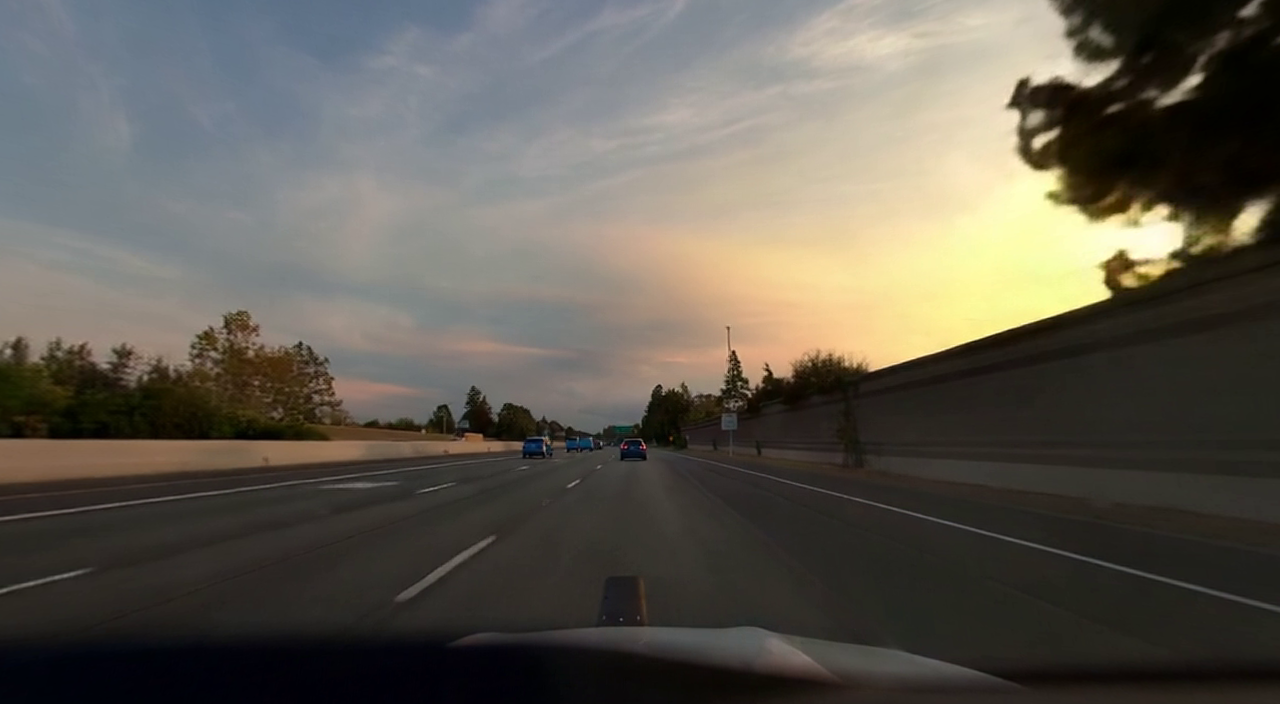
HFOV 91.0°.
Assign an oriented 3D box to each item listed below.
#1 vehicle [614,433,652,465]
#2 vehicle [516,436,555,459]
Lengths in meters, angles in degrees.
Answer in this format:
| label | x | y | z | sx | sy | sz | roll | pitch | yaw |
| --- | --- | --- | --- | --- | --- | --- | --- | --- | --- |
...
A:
| label | x | y | z | sx | sy | sz | roll | pitch | yaw |
| --- | --- | --- | --- | --- | --- | --- | --- | --- | --- |
| vehicle | -0.383 | 5.691 | 36.987 | 2.141 | 1.706 | 4.065 | 0 | -8 | 0 |
| vehicle | -7.513 | 6.962 | 45.872 | 2.019 | 1.523 | 4.396 | 0 | -8 | 1 |
